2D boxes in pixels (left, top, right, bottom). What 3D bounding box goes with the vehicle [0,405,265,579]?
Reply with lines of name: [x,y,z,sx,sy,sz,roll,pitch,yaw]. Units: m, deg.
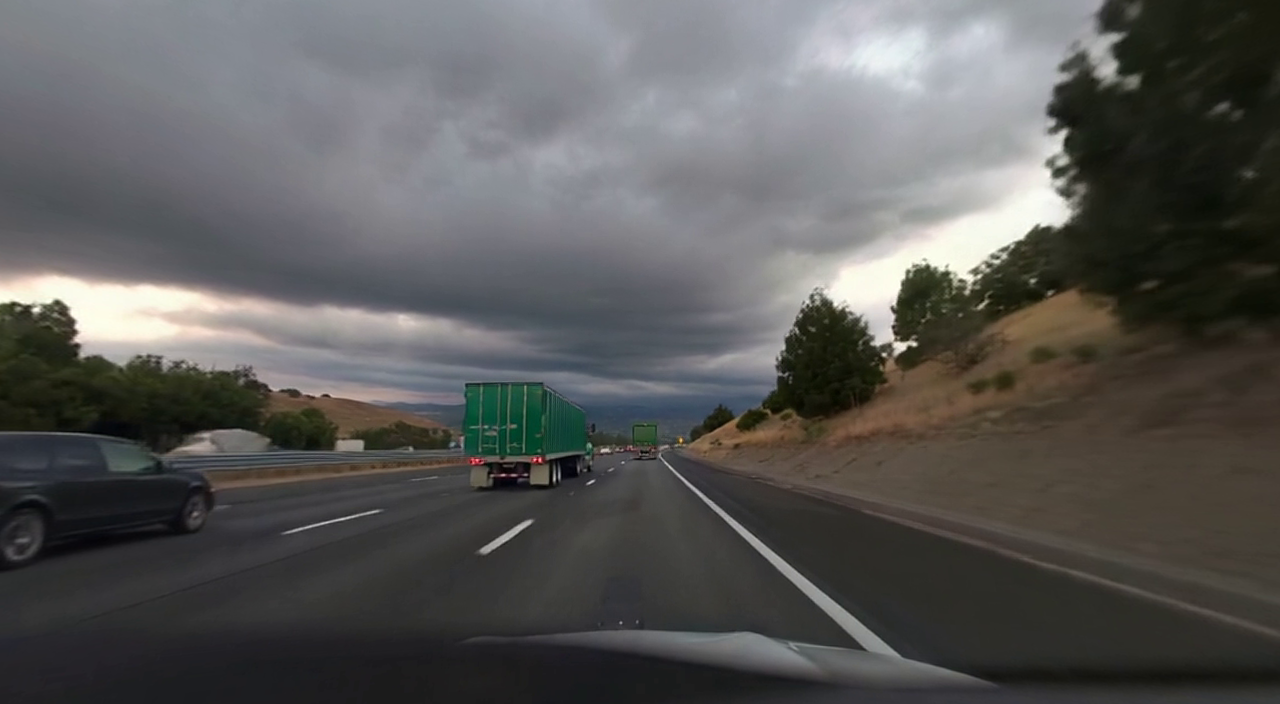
vehicle: [-7.456,1.689,8.228,2.125,1.725,4.715,0,-9,0]

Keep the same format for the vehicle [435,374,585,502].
vehicle: [-3.814,3.034,21.750,2.789,3.271,10.894,0,-9,0]
